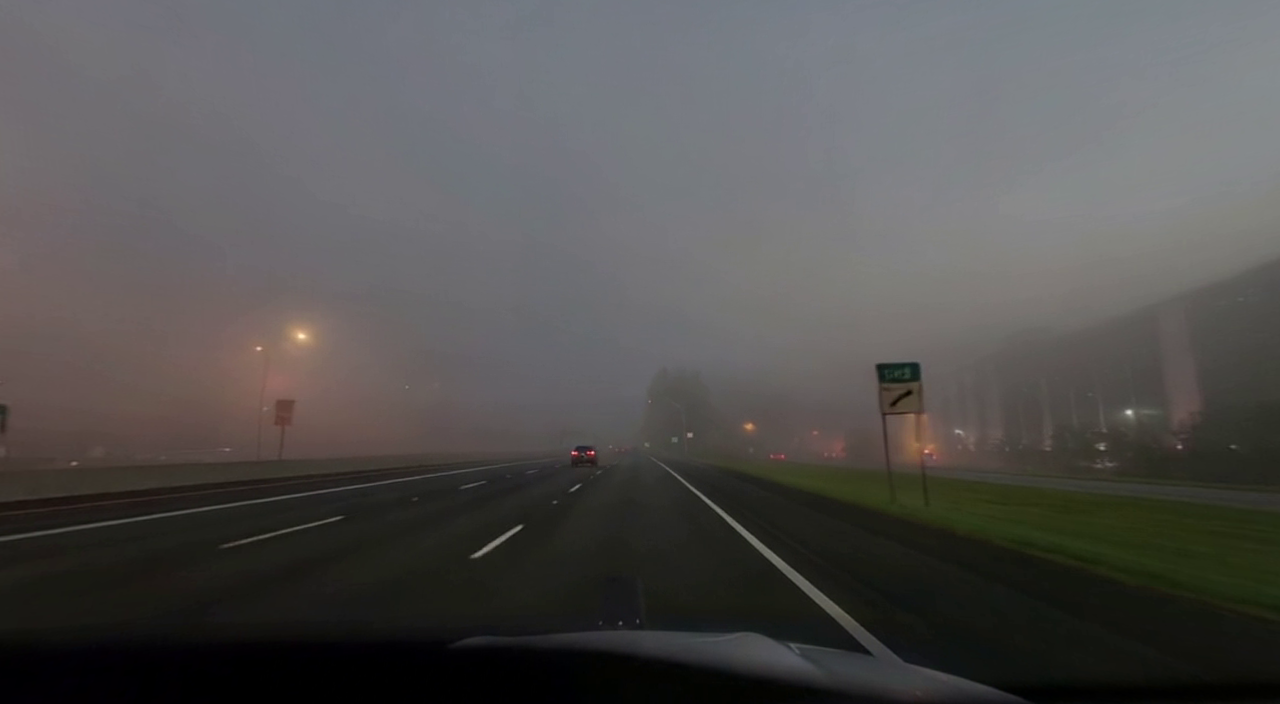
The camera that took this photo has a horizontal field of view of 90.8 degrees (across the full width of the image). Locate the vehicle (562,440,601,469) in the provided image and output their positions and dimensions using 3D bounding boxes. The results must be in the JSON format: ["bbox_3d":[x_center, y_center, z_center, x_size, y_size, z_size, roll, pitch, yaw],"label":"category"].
[{"bbox_3d":[-3.829,6.836,42.359,2.150,1.761,4.697,0,-8,0],"label":"vehicle"}]
